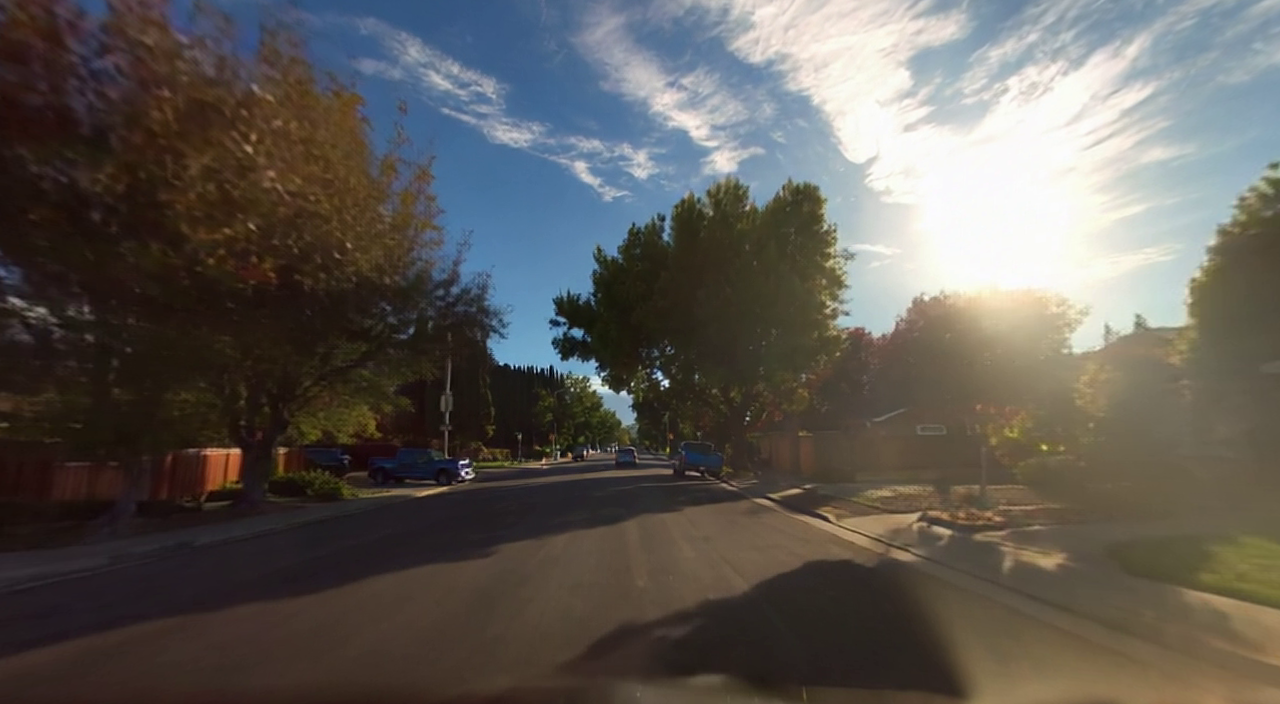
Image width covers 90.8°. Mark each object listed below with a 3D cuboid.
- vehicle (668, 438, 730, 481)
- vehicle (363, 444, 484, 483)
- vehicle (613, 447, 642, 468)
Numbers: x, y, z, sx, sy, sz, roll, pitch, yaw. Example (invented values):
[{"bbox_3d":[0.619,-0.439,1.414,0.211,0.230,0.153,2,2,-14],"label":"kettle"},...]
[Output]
[{"bbox_3d":[2.767,5.254,31.163,2.394,1.901,5.759,0,-9,-1],"label":"vehicle"},{"bbox_3d":[-10.223,5.308,30.113,4.947,1.769,2.023,0,-9,1],"label":"vehicle"},{"bbox_3d":[-0.936,7.956,47.737,2.064,1.477,3.968,0,-9,0],"label":"vehicle"}]
